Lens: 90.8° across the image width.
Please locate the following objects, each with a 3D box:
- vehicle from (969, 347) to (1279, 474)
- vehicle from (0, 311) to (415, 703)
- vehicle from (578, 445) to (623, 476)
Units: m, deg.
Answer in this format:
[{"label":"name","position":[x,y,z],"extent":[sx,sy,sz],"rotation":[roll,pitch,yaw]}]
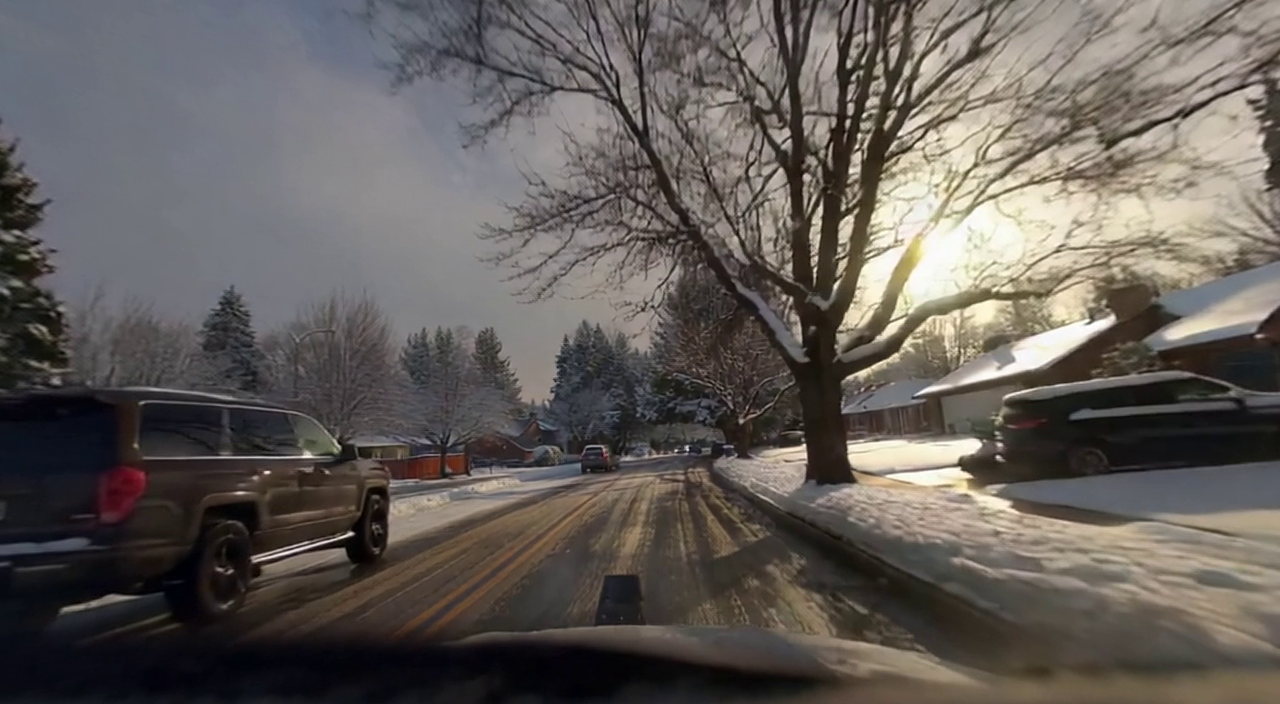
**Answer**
[{"label":"vehicle","position":[9.012,1.123,11.043],"extent":[5.492,1.923,2.103],"rotation":[-5,-10,23]},{"label":"vehicle","position":[-4.022,1.236,5.694],"extent":[2.085,2.084,5.133],"rotation":[-1,-9,0]},{"label":"vehicle","position":[-2.273,6.378,37.273],"extent":[2.001,1.664,4.174],"rotation":[-2,-9,6]}]
